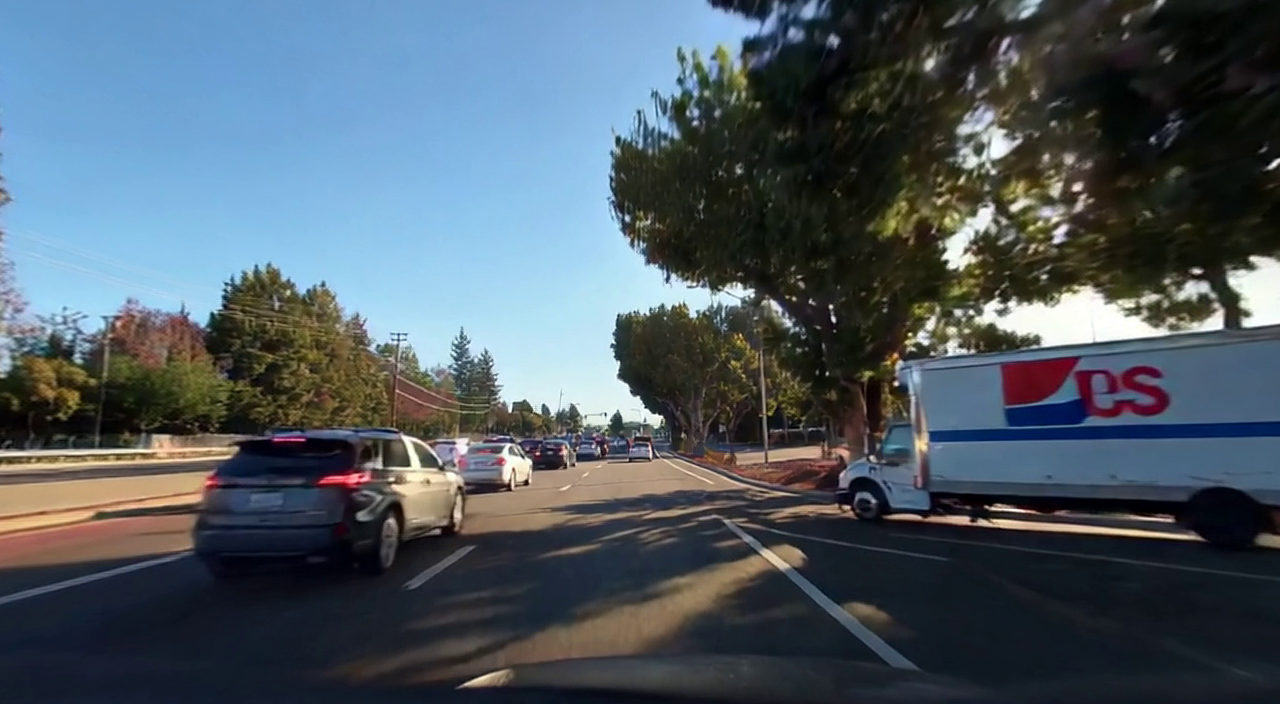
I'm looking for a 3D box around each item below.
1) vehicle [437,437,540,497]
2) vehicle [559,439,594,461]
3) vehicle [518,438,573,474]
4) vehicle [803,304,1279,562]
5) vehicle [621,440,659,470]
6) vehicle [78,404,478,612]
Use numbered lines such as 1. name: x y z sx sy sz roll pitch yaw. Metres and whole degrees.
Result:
1. vehicle: -4.241 3.276 18.475 1.904 1.496 4.481 0 -8 0
2. vehicle: -4.305 6.707 43.374 1.975 1.447 4.356 -1 -8 1
3. vehicle: -4.273 4.790 29.257 1.871 1.502 4.240 -1 -8 0
4. vehicle: 7.404 1.362 10.389 3.138 3.120 8.670 7 -11 -43
5. vehicle: -0.024 5.474 33.736 1.875 1.453 3.888 0 -8 -1
6. vehicle: -3.519 1.585 7.395 2.007 1.664 4.431 -1 -8 1
